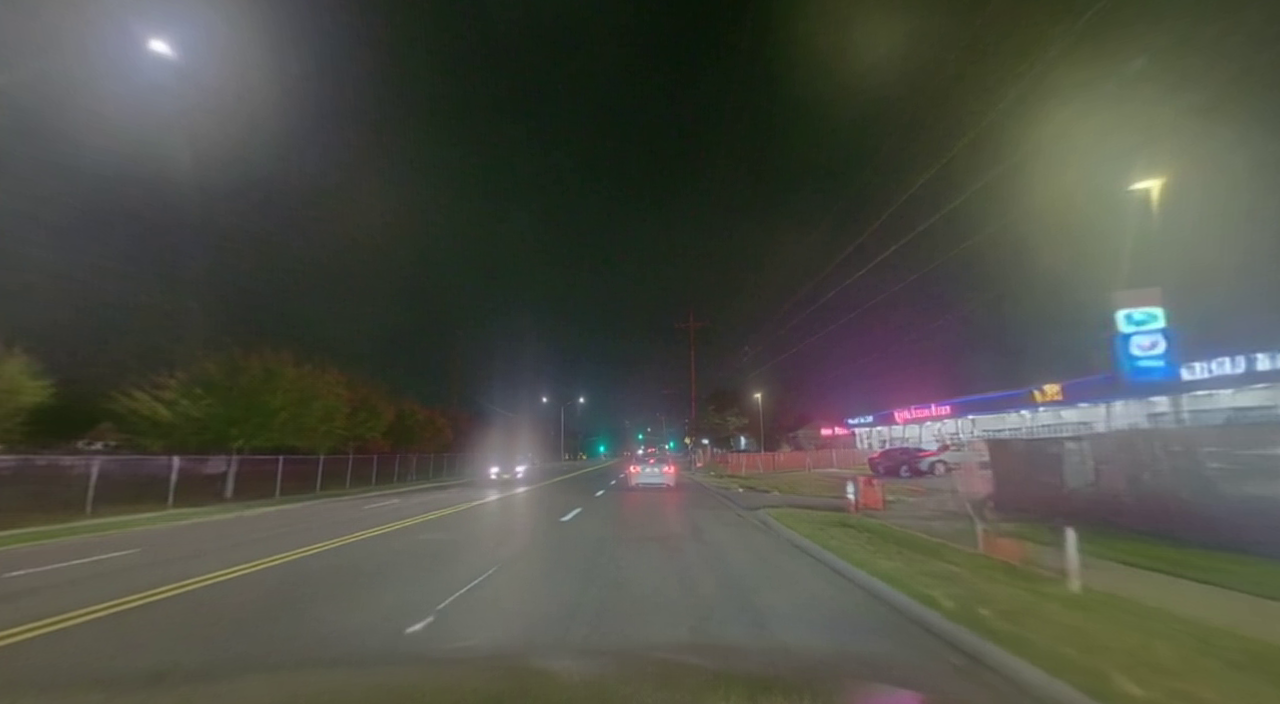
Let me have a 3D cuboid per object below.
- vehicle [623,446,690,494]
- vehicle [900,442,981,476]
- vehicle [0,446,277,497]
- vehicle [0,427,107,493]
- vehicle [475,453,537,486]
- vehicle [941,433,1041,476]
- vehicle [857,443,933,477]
[{"bbox_3d":[0.519,4.075,22.057,2.144,1.514,4.063,0,-9,0],"label":"vehicle"},{"bbox_3d":[14.419,5.149,30.409,1.897,1.511,4.250,0,-9,2],"label":"vehicle"},{"bbox_3d":[-27.518,6.663,36.331,2.951,2.274,15.187,-1,-9,5],"label":"vehicle"},{"bbox_3d":[-31.636,5.426,31.804,2.945,3.103,6.716,-1,-8,5],"label":"vehicle"},{"bbox_3d":[-6.589,5.815,31.343,2.034,1.499,4.236,0,-9,2],"label":"vehicle"},{"bbox_3d":[16.390,4.800,29.629,2.101,1.825,4.700,0,-9,2],"label":"vehicle"},{"bbox_3d":[12.120,5.161,30.208,1.970,1.501,4.514,-1,-9,3],"label":"vehicle"}]
